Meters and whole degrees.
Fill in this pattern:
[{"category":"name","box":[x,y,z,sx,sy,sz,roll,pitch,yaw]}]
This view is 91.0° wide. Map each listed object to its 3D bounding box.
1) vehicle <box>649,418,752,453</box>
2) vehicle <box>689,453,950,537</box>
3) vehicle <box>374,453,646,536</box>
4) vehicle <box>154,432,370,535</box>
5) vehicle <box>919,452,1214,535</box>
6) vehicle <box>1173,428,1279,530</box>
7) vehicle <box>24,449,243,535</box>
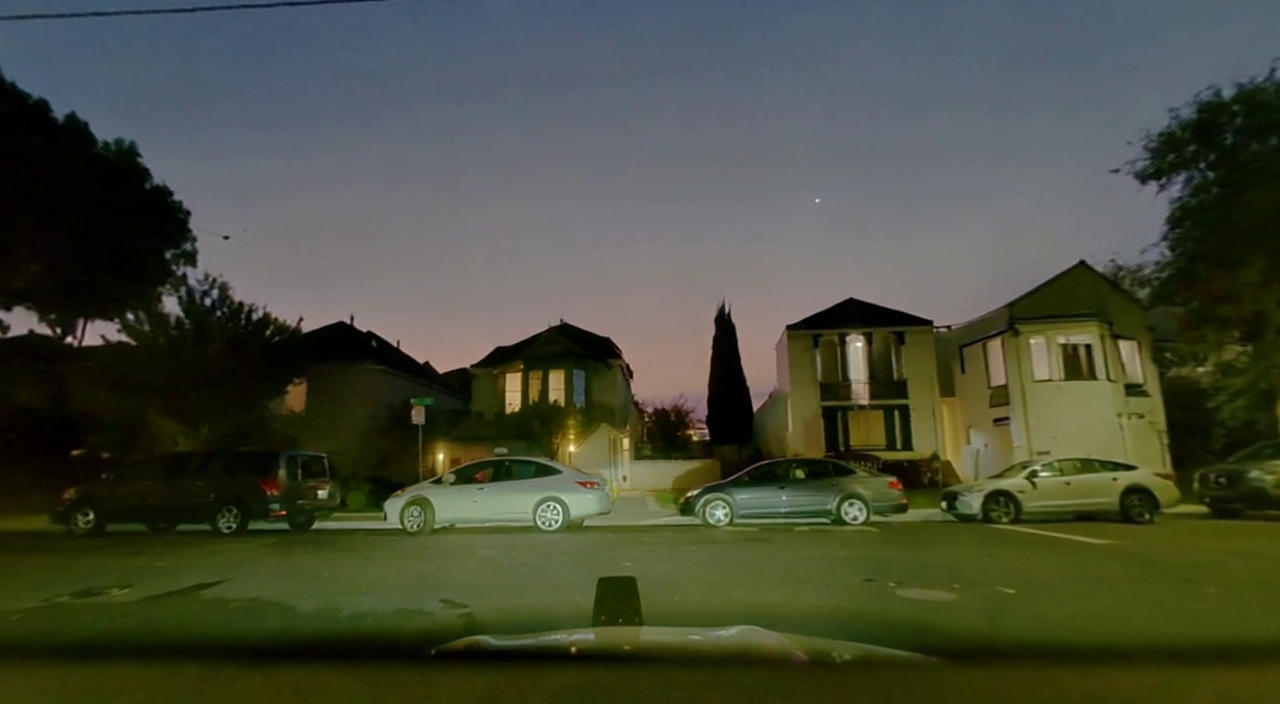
[{"category":"vehicle","box":[2.715,3.855,28.946,4.565,1.479,1.775,1,-8,-1]},{"category":"vehicle","box":[3.365,2.783,12.557,4.663,1.452,1.801,1,-8,1]},{"category":"vehicle","box":[-2.421,2.814,12.749,5.075,1.436,1.863,1,-8,1]},{"category":"vehicle","box":[-8.420,2.906,14.677,2.046,1.969,4.585,0,-8,2]},{"category":"vehicle","box":[8.507,2.829,12.836,4.785,1.471,1.798,1,-8,-3]},{"category":"vehicle","box":[14.676,2.662,13.348,4.513,1.970,2.512,1,-8,-3]},{"category":"vehicle","box":[-11.410,3.104,14.639,1.827,1.648,4.030,1,-8,-3]}]
